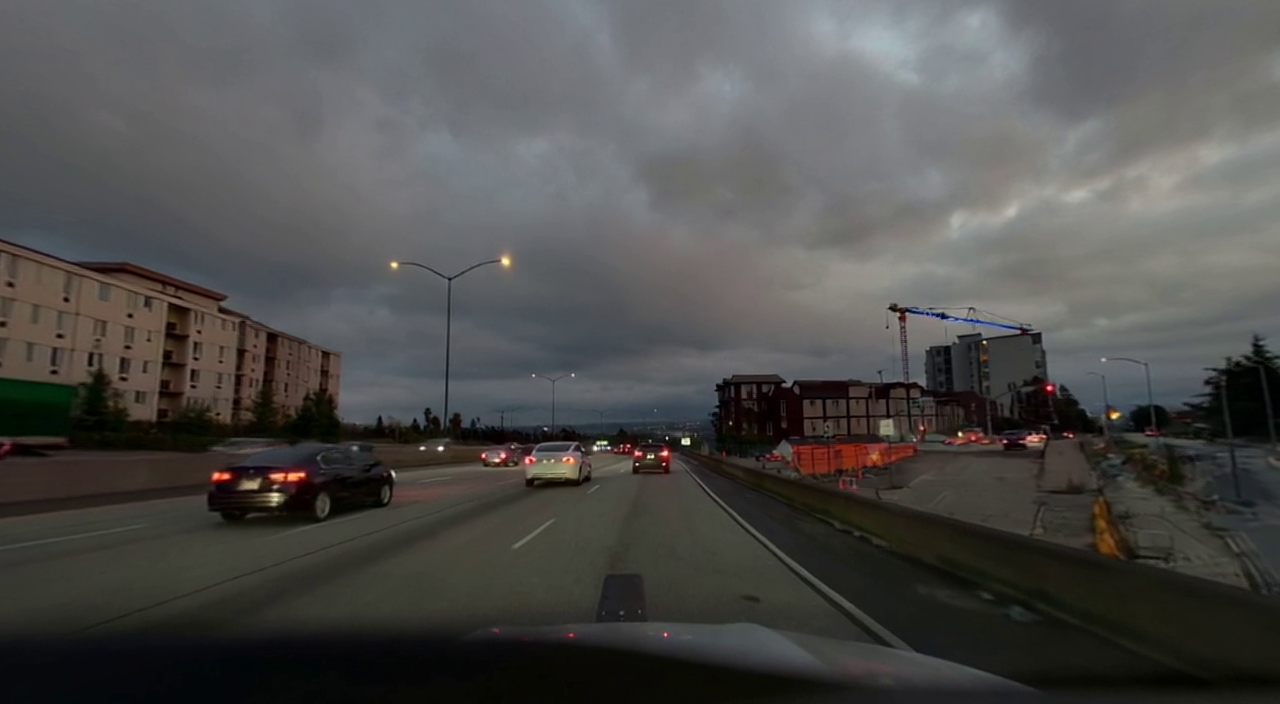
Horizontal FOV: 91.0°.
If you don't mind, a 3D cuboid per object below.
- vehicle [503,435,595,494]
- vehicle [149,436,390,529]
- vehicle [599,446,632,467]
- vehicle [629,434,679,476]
[{"bbox_3d":[-2.787,3.563,20.384,2.109,1.657,4.554,0,-8,2],"label":"vehicle"},{"bbox_3d":[-6.924,2.451,12.506,1.959,1.486,4.460,0,-8,2],"label":"vehicle"},{"bbox_3d":[-1.807,7.825,47.491,2.029,1.497,3.960,0,-9,4],"label":"vehicle"},{"bbox_3d":[0.652,4.720,28.985,2.116,1.763,4.352,0,-8,2],"label":"vehicle"}]
